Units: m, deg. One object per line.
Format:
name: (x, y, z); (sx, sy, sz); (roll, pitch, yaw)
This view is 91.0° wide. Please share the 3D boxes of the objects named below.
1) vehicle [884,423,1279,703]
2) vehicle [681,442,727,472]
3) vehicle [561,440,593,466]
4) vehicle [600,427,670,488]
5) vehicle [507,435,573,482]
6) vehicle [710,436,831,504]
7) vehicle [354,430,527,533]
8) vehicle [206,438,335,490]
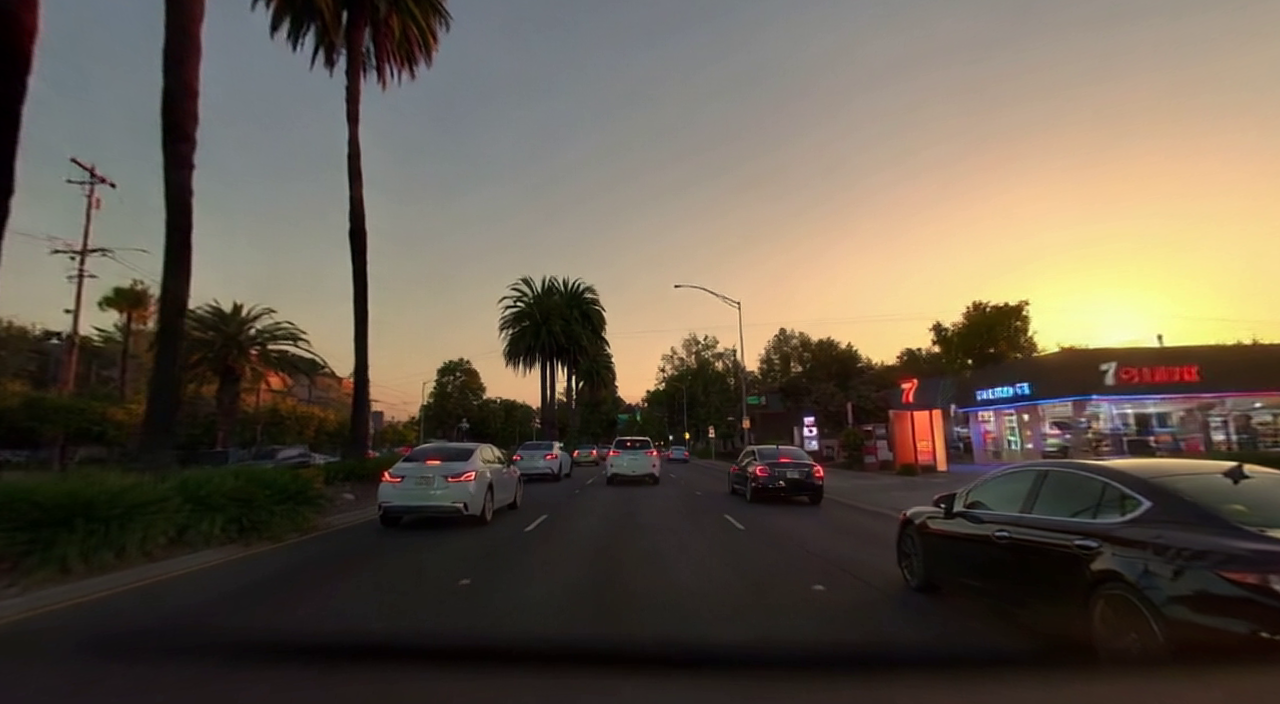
vehicle: (3.621, 1.306, 4.578); (1.867, 1.448, 4.436); (0, -8, -1)
vehicle: (3.319, 5.545, 33.367); (1.880, 1.476, 3.932); (0, -8, -2)
vehicle: (-4.213, 6.832, 42.688); (1.871, 1.673, 3.920); (0, -8, -1)
vehicle: (-0.154, 3.556, 21.626); (2.164, 1.867, 4.254); (0, -8, 0)
vehicle: (-3.896, 4.195, 25.197); (1.932, 1.695, 4.235); (0, -8, 0)
vehicle: (3.117, 2.912, 16.115); (1.977, 1.480, 4.589); (0, -8, -2)
vehicle: (-3.353, 2.234, 11.517); (1.864, 1.505, 4.202); (0, -8, -1)
vehicle: (-13.905, 4.211, 24.087); (2.113, 1.772, 4.591); (0, -8, 0)
